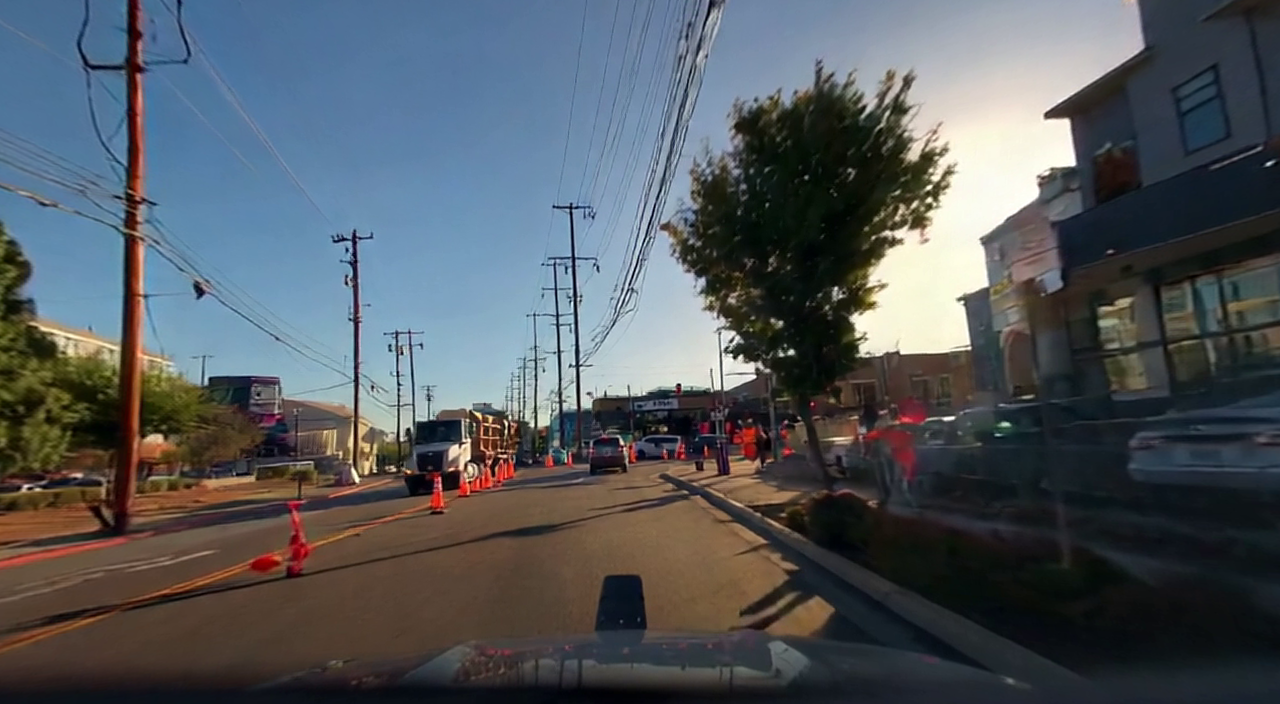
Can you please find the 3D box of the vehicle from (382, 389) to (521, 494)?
[{"bbox_3d":[-7.962,4.035,28.772,3.007,3.800,11.011,-1,-8,0],"label":"vehicle"}]

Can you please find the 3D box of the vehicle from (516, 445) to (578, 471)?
[{"bbox_3d":[-6.023,6.923,41.490,2.103,1.526,4.743,-3,-8,18],"label":"vehicle"}]

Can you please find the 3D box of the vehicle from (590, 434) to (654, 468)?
[{"bbox_3d":[-0.975,5.932,38.041,2.256,1.859,5.118,-3,-8,17],"label":"vehicle"}]

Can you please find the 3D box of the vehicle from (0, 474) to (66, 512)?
[{"bbox_3d":[-34.322,7.741,34.478,4.158,1.736,1.971,-4,-7,2],"label":"vehicle"}]

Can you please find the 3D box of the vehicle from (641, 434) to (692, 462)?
[{"bbox_3d":[2.014,6.921,45.758,2.206,1.911,5.548,-3,-8,18],"label":"vehicle"}]
